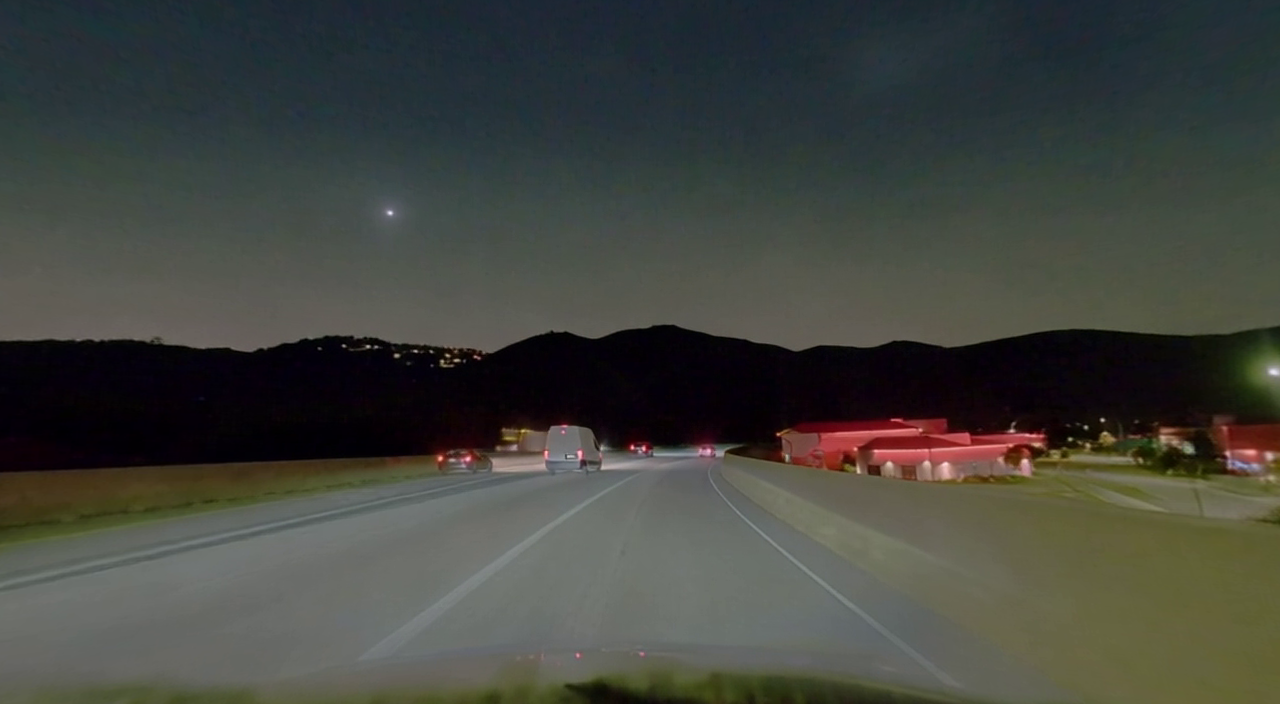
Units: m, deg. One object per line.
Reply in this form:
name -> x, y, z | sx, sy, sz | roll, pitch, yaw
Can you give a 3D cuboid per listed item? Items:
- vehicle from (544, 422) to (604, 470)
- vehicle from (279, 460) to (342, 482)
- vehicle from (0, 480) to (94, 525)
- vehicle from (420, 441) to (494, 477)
vehicle -> -3.962, 5.825, 39.163 | 2.314, 2.703, 6.441 | -1, -9, 7
vehicle -> -25.101, 9.074, 48.332 | 1.827, 1.473, 4.801 | -1, -9, 6
vehicle -> -23.776, 5.763, 24.414 | 1.714, 1.400, 3.848 | -1, -9, 3
vehicle -> -8.507, 5.006, 29.738 | 1.821, 1.524, 4.342 | -1, -9, 6
